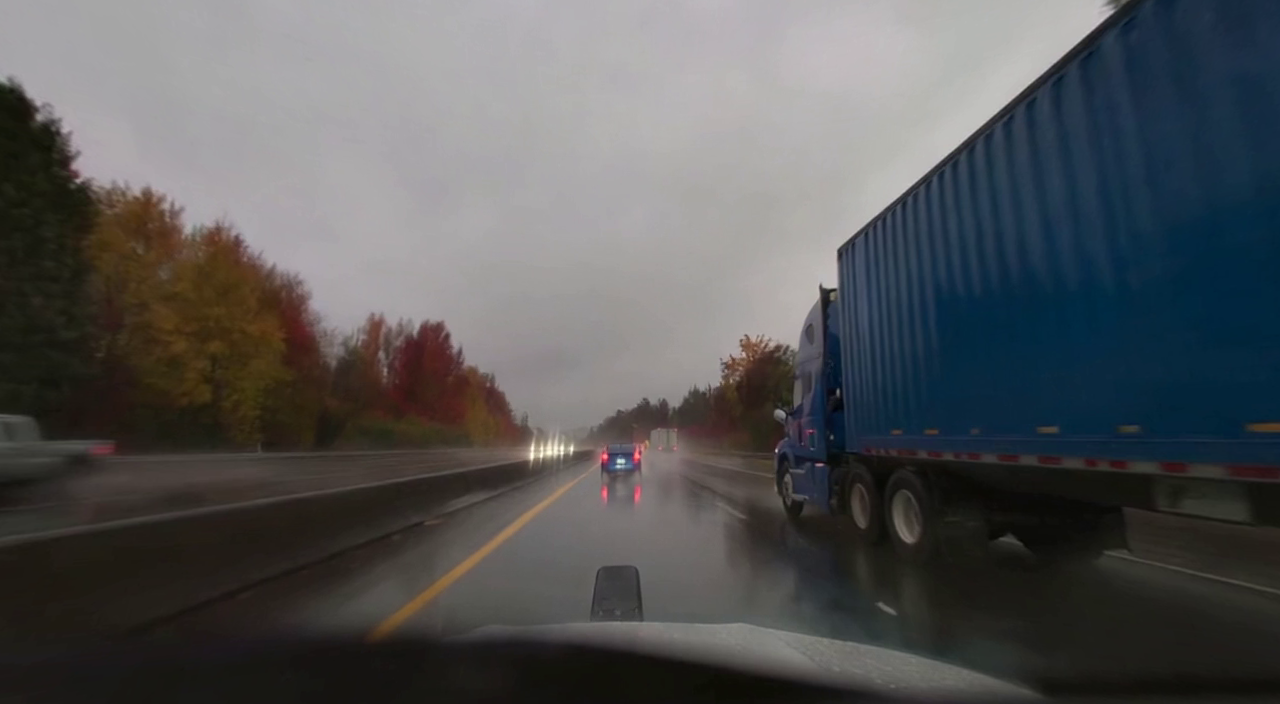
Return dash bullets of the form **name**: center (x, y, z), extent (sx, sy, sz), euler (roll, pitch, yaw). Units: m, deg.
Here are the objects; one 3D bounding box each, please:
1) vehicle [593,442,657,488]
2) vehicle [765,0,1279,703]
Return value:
- **vehicle**: center (-0.523, 4.074, 22.875), extent (2.099, 1.506, 4.097), euler (0, -9, -1)
- **vehicle**: center (3.766, -0.234, 3.541), extent (2.907, 4.022, 15.028), euler (0, -9, 0)
